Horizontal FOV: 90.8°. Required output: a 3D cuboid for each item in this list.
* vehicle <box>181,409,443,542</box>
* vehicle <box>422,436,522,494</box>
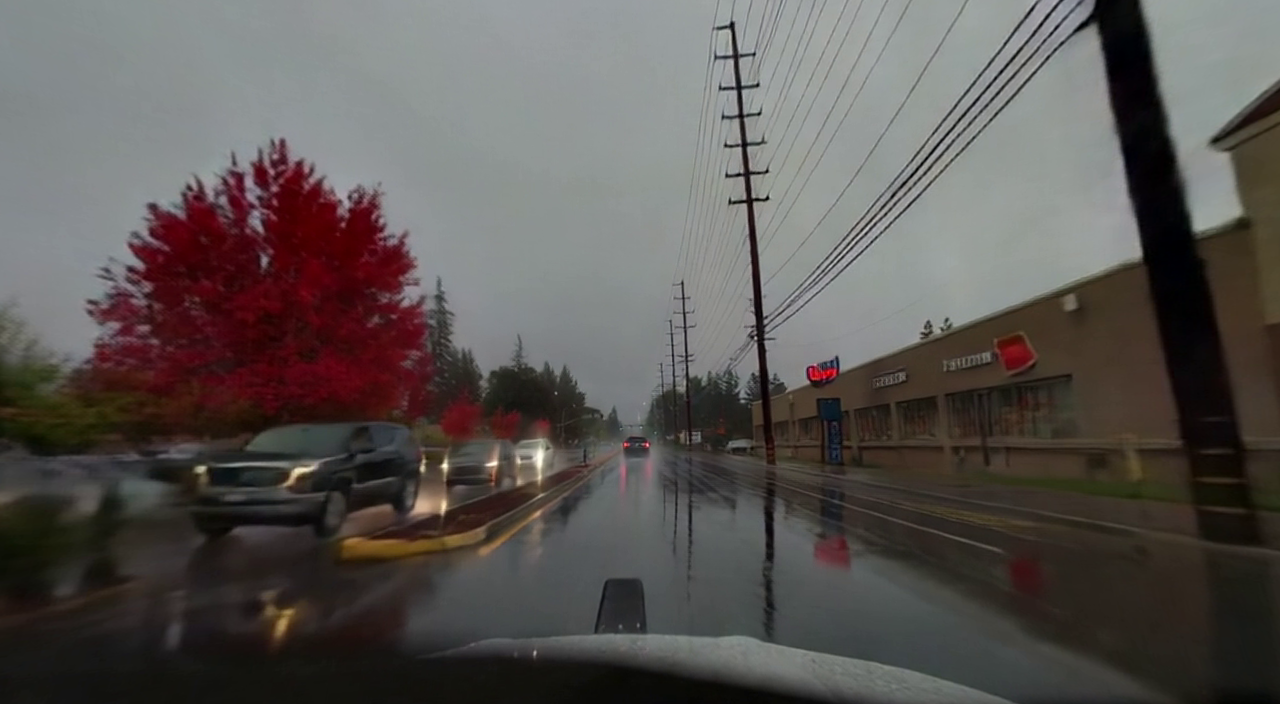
[{"bbox_3d":[-5.536,2.144,11.710,2.278,1.828,4.970,-2,-8,-1],"label":"vehicle"},{"bbox_3d":[-5.083,3.459,19.806,1.909,1.524,4.614,-2,-8,0],"label":"vehicle"}]
